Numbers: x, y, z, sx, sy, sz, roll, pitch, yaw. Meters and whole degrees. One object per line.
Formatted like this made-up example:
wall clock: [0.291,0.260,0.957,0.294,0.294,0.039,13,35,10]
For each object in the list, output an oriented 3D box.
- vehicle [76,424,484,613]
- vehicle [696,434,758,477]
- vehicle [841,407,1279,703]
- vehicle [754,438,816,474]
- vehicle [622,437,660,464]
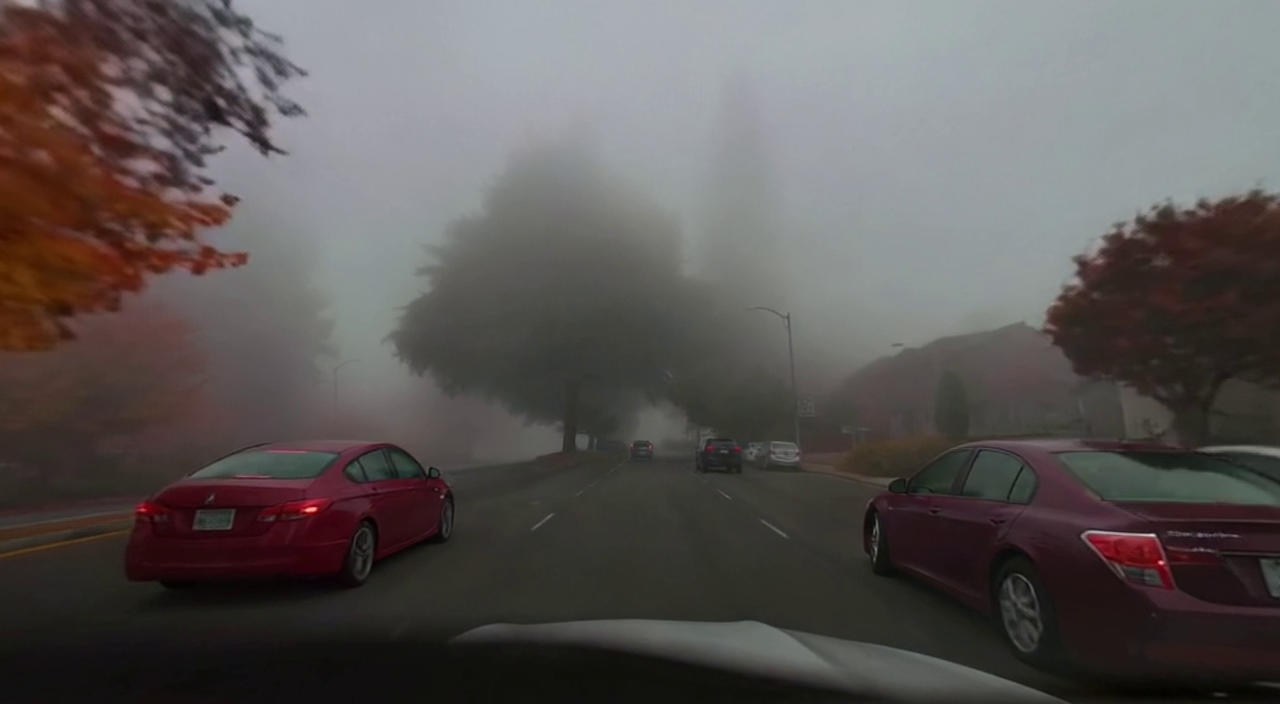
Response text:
vehicle: [-3.442,1.659,7.325,1.997,1.479,4.547,0,-8,1]
vehicle: [3.622,4.402,26.933,2.019,1.675,4.488,0,-8,0]
vehicle: [3.304,1.293,4.820,2.060,1.474,4.475,0,-8,0]
vehicle: [7.078,5.108,31.102,1.933,1.647,4.487,0,-8,-1]
vehicle: [0.086,6.289,40.199,2.293,1.662,4.262,0,-8,1]
